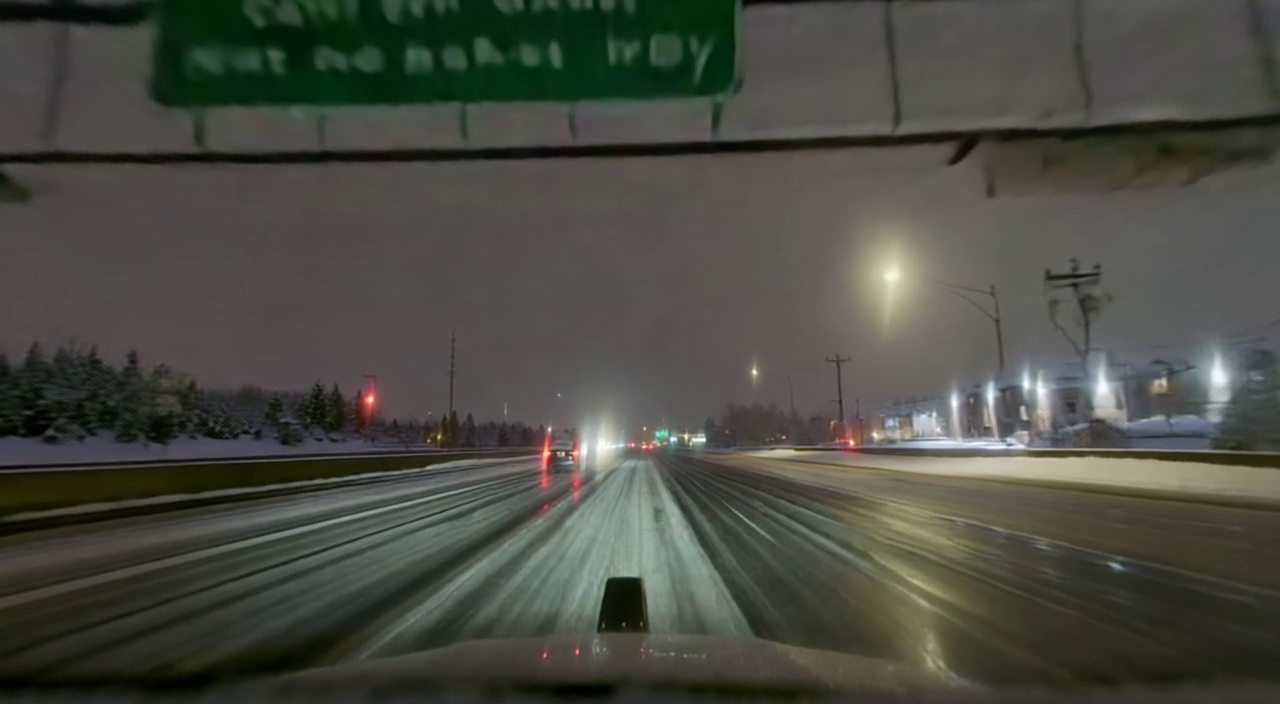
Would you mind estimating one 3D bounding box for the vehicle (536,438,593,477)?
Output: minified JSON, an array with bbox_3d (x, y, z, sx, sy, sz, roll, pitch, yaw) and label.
[{"bbox_3d":[-3.485,4.960,29.906,2.072,1.706,4.359,0,-8,1],"label":"vehicle"}]
